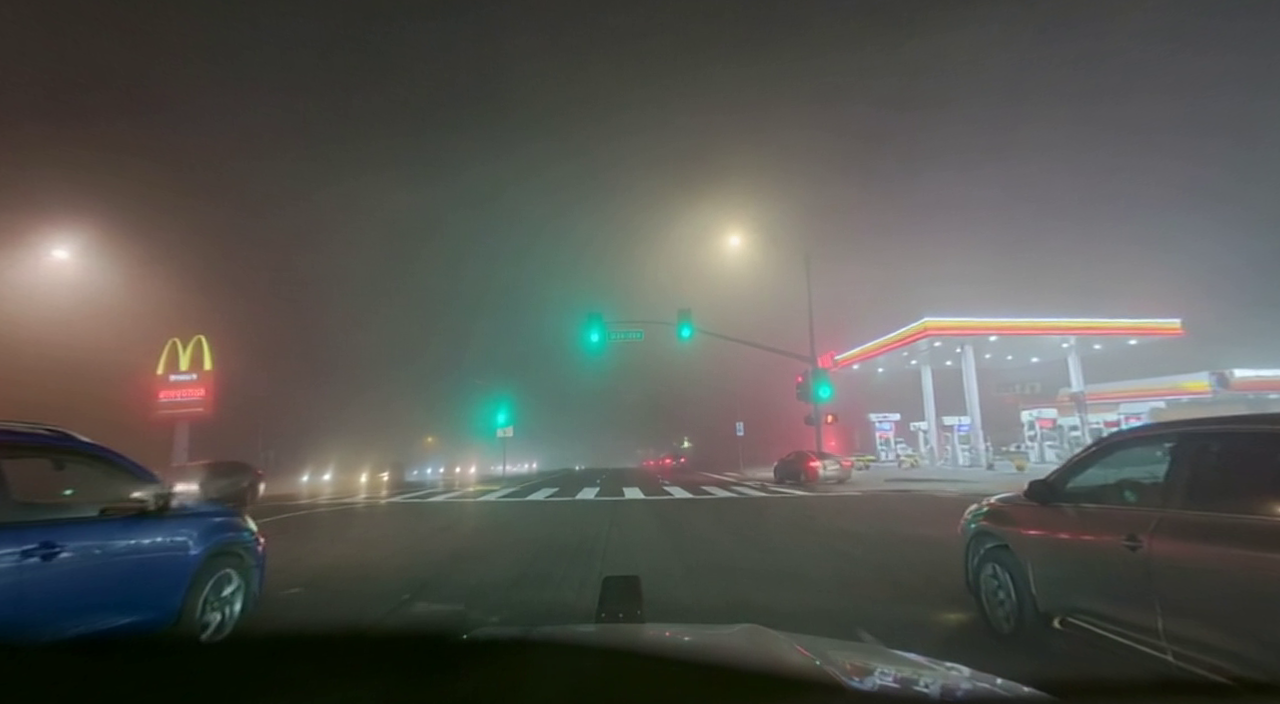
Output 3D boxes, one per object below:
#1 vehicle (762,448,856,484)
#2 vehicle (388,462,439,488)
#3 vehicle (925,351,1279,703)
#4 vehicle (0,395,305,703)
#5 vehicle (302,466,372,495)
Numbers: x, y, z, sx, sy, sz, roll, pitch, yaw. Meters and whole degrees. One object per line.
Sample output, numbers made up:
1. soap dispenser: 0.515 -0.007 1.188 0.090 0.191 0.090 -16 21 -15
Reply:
1. vehicle: 8.656 5.835 32.680 2.066 1.699 4.419 5 -10 -32
2. vehicle: -15.004 8.167 42.079 1.751 1.484 4.561 0 -9 -1
3. vehicle: 3.306 0.888 2.627 2.085 1.655 4.459 0 -9 -1
4. vehicle: -3.711 1.069 3.118 1.935 1.617 4.045 0 -9 -1
5. vehicle: -18.378 7.806 38.593 2.083 1.466 4.565 0 -9 -1
